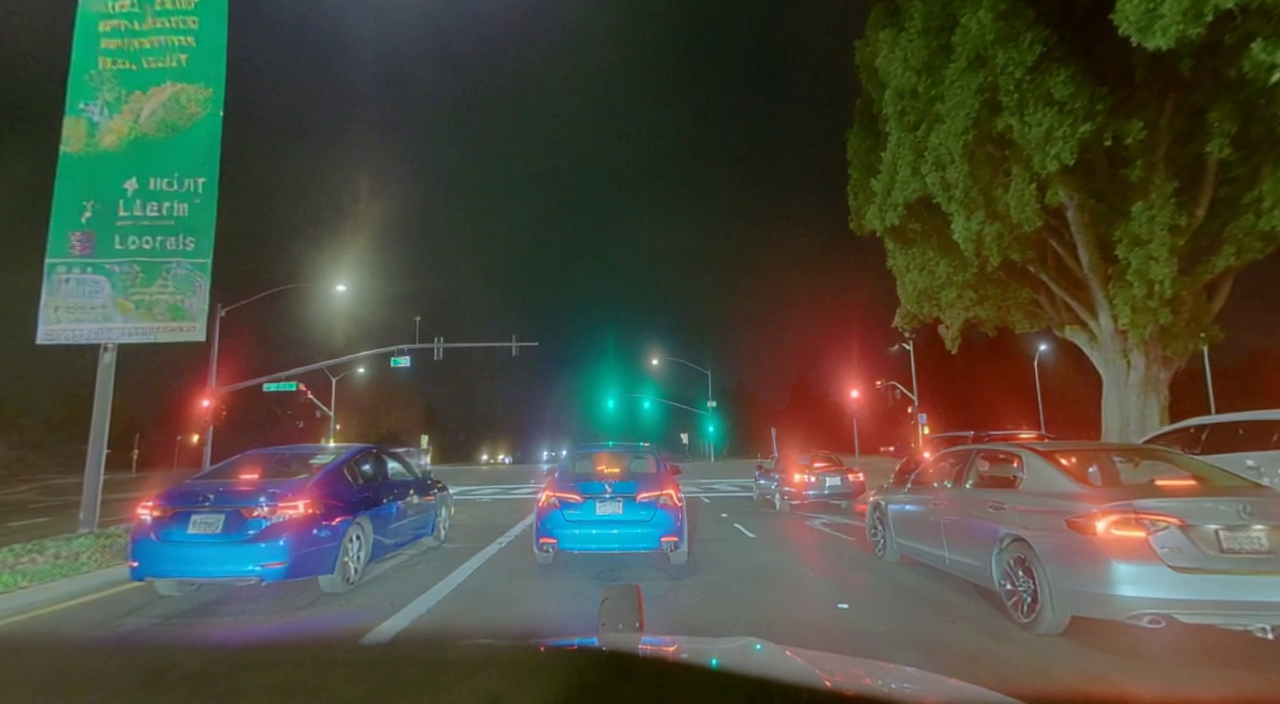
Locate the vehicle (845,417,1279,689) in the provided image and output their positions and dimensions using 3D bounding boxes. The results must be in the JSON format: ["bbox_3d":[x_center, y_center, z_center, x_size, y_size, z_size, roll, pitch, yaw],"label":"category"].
[{"bbox_3d":[3.598,1.438,5.760,1.953,1.471,4.470,0,-9,0],"label":"vehicle"}]

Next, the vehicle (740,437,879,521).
[{"bbox_3d":[3.398,2.607,13.486,1.852,1.498,3.825,0,-9,0],"label":"vehicle"}]

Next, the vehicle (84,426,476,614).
[{"bbox_3d":[-3.369,1.629,7.083,1.929,1.457,4.136,0,-9,0],"label":"vehicle"}]

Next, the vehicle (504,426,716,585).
[{"bbox_3d":[-0.307,1.722,7.837,1.994,1.479,3.647,0,-9,-1],"label":"vehicle"}]
